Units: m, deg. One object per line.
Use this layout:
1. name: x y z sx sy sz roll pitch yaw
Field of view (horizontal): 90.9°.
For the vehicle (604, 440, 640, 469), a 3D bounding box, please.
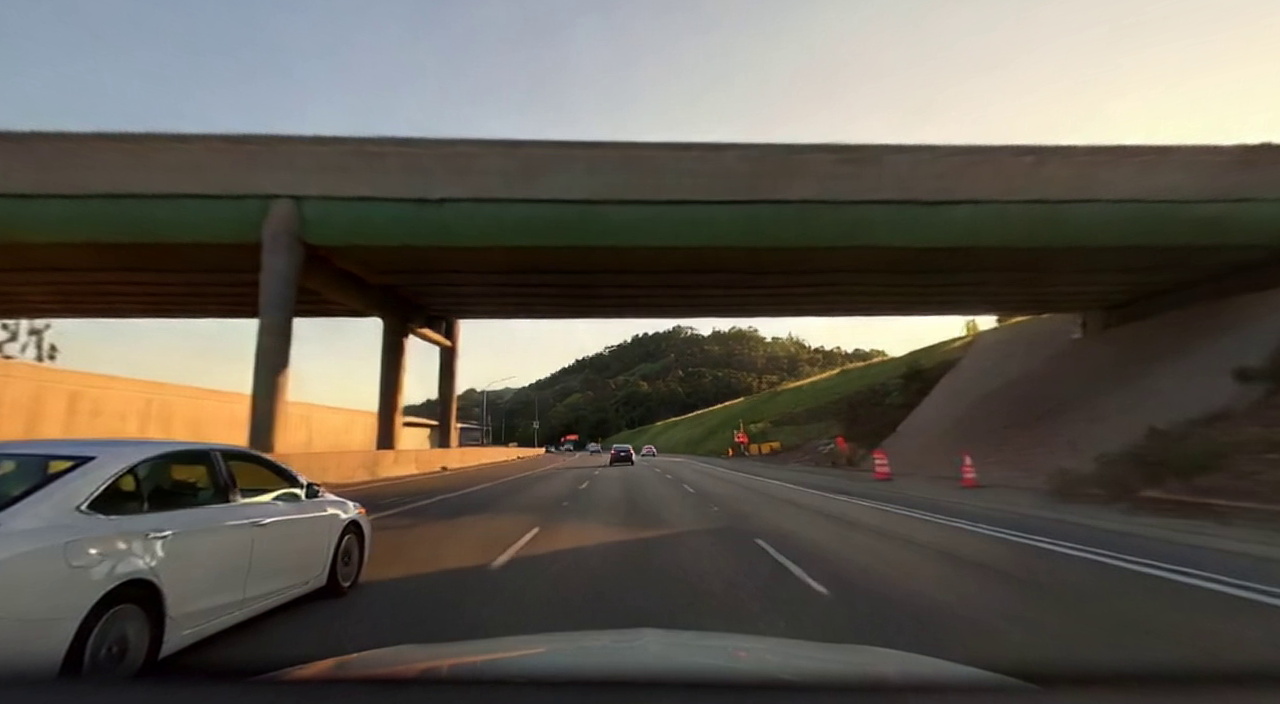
1. vehicle: -1.296 6.923 42.709 2.328 1.805 4.502 0 -8 -3
